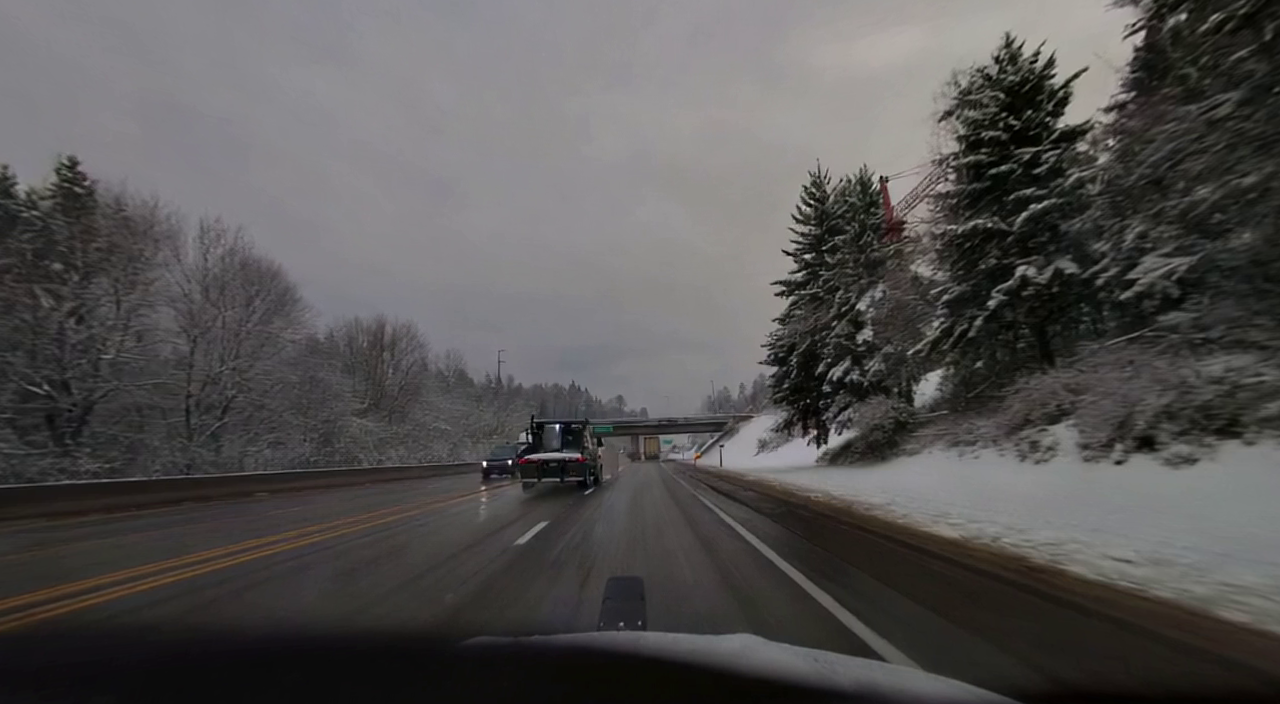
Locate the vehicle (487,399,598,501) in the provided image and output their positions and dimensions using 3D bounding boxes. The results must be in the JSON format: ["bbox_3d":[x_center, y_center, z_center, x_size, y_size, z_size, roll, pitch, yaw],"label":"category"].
[{"bbox_3d":[-2.885,3.213,20.663,2.565,2.771,6.641,0,-9,0],"label":"vehicle"}]
